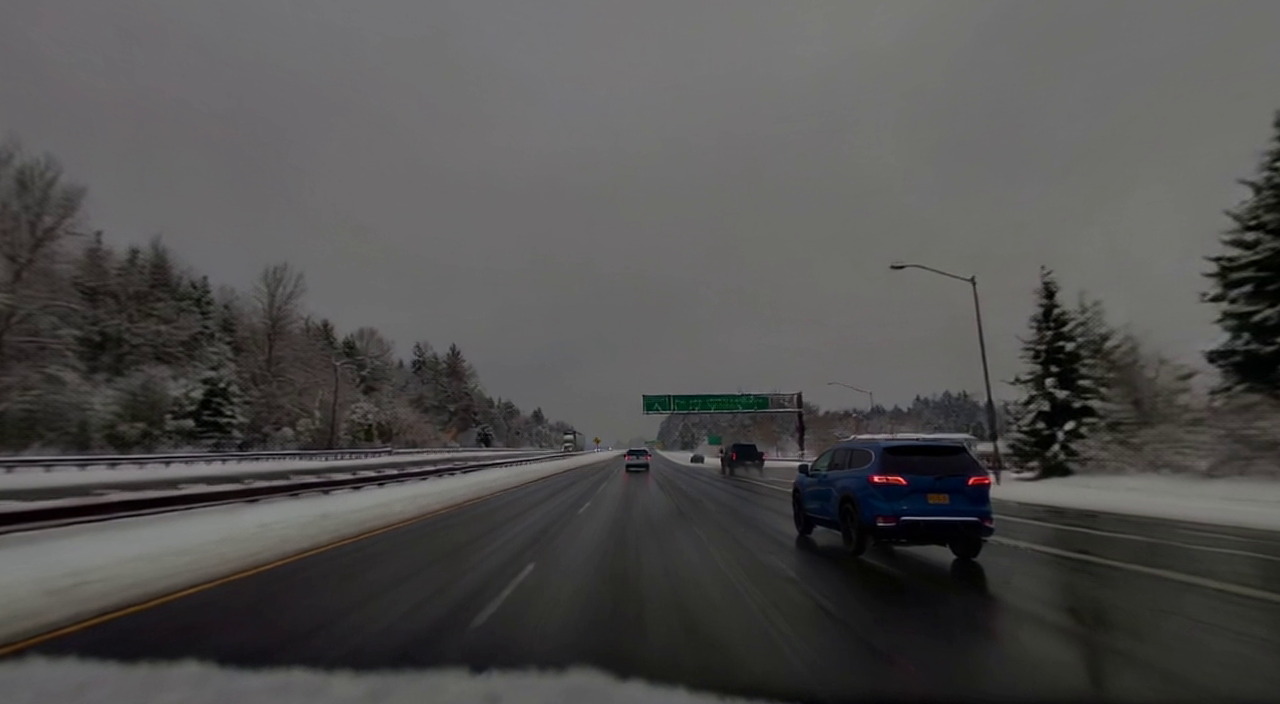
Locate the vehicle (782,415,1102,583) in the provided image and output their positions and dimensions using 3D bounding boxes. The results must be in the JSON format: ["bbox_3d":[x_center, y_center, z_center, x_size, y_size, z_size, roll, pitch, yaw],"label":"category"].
[{"bbox_3d":[3.515,1.791,8.528,2.097,1.659,4.320,0,-9,-1],"label":"vehicle"}]

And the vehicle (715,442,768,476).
[{"bbox_3d":[7.124,7.610,45.237,2.526,2.230,6.190,0,-9,-2],"label":"vehicle"}]

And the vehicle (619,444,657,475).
[{"bbox_3d":[-0.137,6.543,38.702,2.181,1.768,4.383,0,-9,-1],"label":"vehicle"}]
